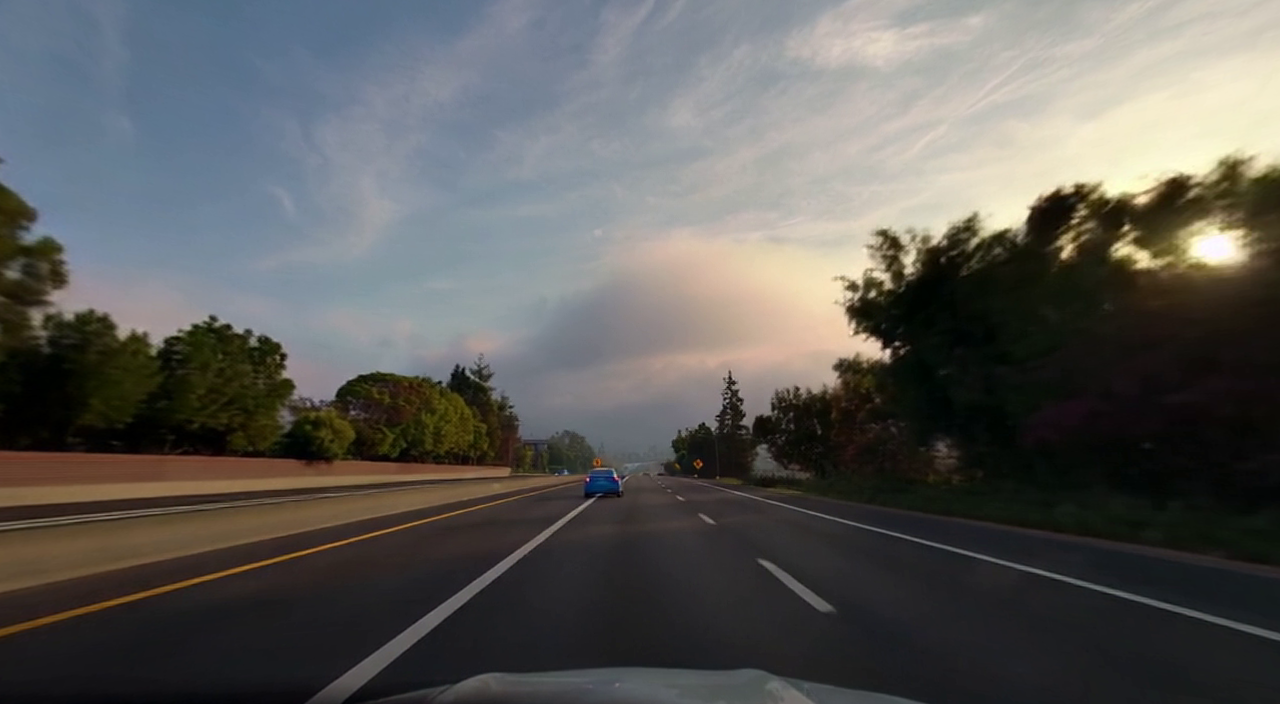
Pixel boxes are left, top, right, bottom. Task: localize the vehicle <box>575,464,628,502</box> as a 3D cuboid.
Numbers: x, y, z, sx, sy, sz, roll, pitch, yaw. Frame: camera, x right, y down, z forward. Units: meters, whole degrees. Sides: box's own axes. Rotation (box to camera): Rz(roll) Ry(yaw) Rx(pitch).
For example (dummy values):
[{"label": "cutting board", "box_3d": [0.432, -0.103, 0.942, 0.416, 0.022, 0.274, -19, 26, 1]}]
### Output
[{"label": "vehicle", "box_3d": [-1.641, 5.869, 28.463, 2.016, 1.530, 4.009, 1, -11, 2]}]
